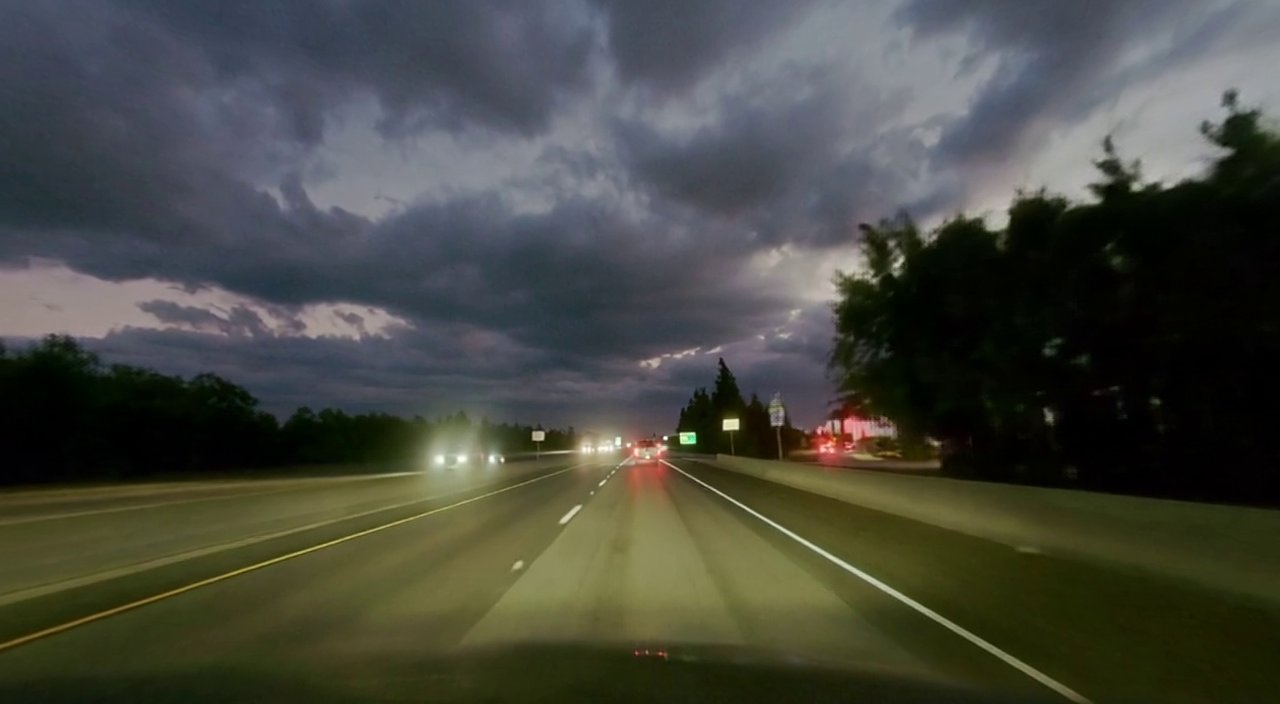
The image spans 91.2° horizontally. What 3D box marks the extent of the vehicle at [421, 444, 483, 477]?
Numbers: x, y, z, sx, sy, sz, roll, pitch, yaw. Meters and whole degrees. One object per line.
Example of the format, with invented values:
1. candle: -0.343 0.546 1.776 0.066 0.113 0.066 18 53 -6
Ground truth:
1. vehicle: -12.160 7.055 41.029 2.243 1.979 5.607 -1 -9 1

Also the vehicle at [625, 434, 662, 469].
1. vehicle: 0.251 6.421 40.496 2.268 2.122 4.595 -1 -9 1
